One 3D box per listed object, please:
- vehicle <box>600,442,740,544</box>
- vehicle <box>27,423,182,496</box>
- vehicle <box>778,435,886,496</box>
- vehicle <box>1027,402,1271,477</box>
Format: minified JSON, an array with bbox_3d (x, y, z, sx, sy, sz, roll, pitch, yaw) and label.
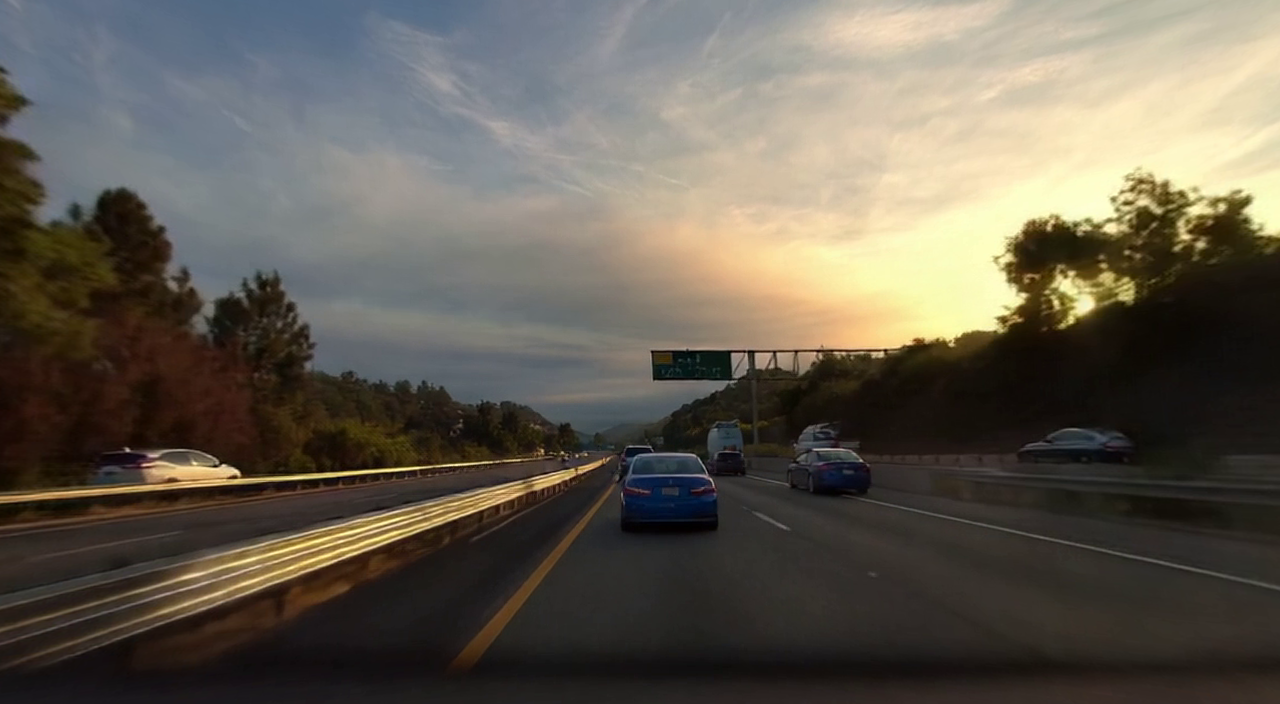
[{"bbox_3d":[0.422,2.401,11.316,2.076,1.485,3.774,0,-9,-1],"label":"vehicle"},{"bbox_3d":[-33.501,6.717,40.012,2.902,3.981,7.819,-3,-8,0],"label":"vehicle"},{"bbox_3d":[6.356,3.818,21.547,2.177,1.827,4.565,0,-9,-1],"label":"vehicle"},{"bbox_3d":[31.566,5.771,40.758,2.822,3.996,14.073,1,-9,-7],"label":"vehicle"}]
